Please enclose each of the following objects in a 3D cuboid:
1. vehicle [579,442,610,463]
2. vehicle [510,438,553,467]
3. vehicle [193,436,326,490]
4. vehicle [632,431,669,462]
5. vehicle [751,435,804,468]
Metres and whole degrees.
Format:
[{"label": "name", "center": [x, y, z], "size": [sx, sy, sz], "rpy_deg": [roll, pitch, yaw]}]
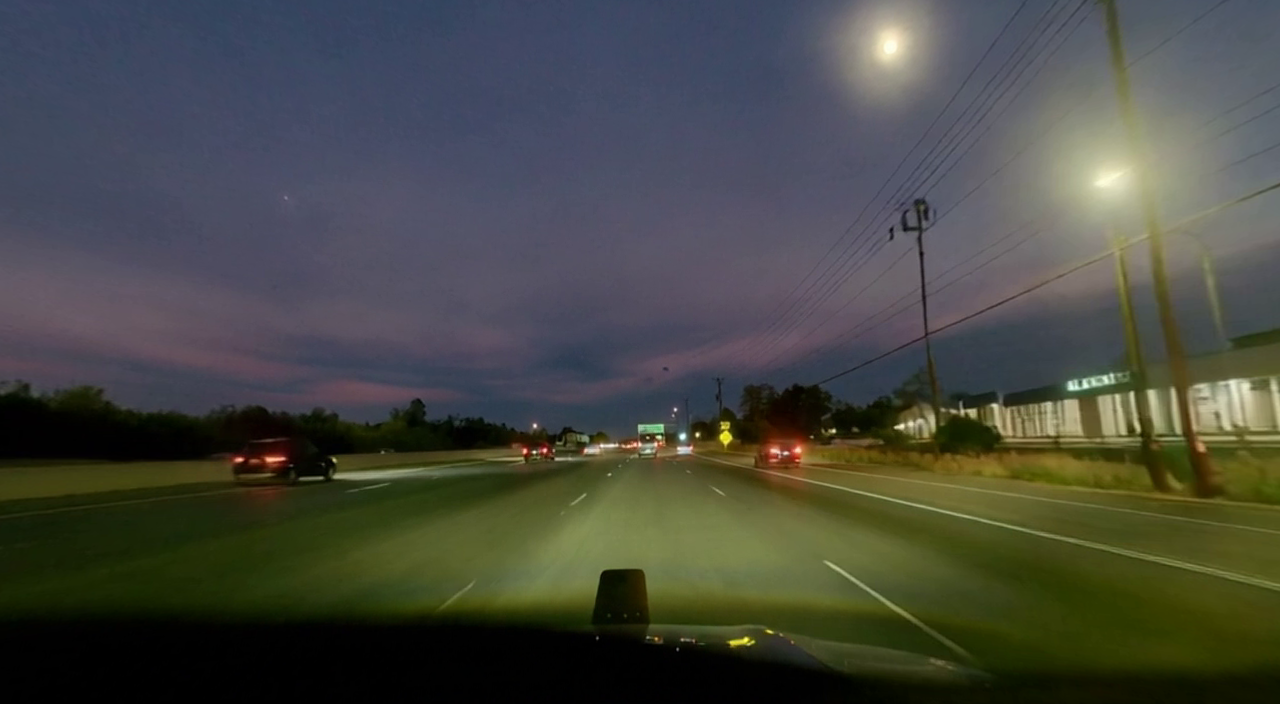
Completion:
[{"label": "vehicle", "center": [-3.390, 7.572, 47.559], "size": [1.979, 1.469, 4.378], "rpy_deg": [0, -8, 1]}, {"label": "vehicle", "center": [-7.060, 6.576, 41.393], "size": [2.007, 1.732, 4.395], "rpy_deg": [0, -8, 1]}, {"label": "vehicle", "center": [-14.533, 4.205, 24.503], "size": [2.149, 1.846, 4.713], "rpy_deg": [-1, -8, 1]}, {"label": "vehicle", "center": [0.751, 7.274, 48.455], "size": [2.622, 2.208, 5.320], "rpy_deg": [0, -8, 0]}, {"label": "vehicle", "center": [7.673, 5.588, 35.600], "size": [1.937, 1.698, 4.322], "rpy_deg": [0, -8, -1]}]
